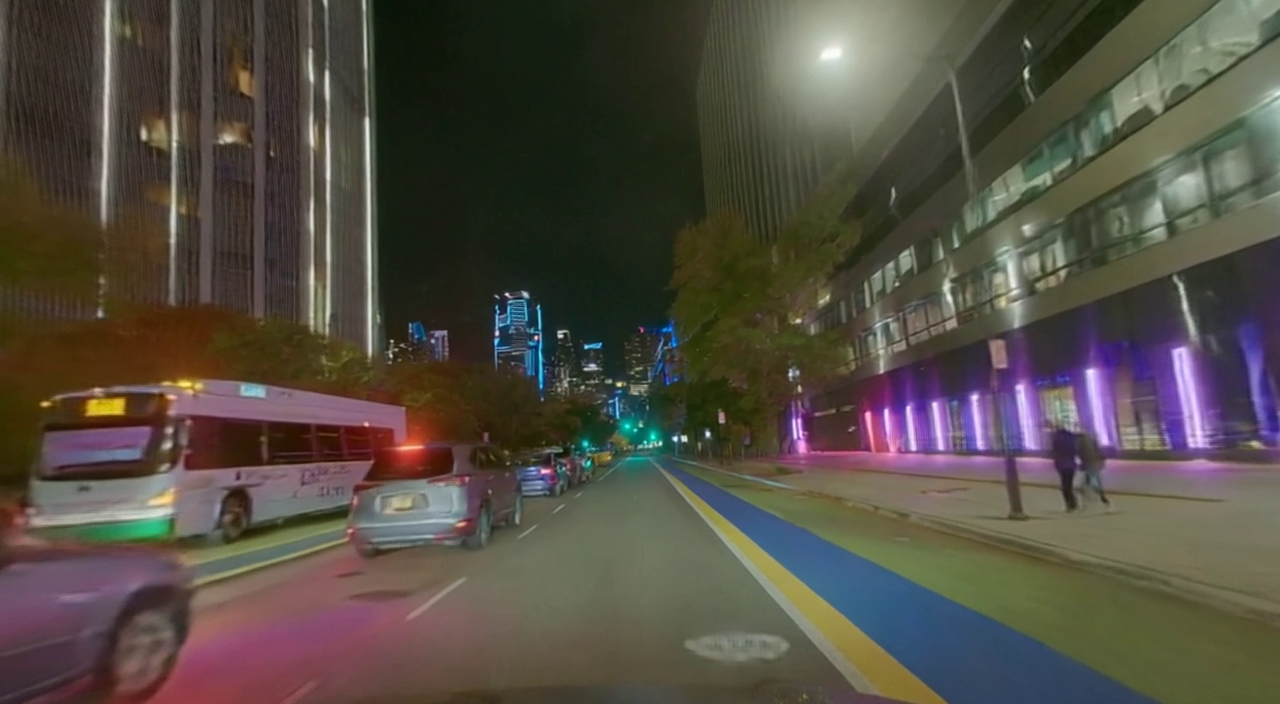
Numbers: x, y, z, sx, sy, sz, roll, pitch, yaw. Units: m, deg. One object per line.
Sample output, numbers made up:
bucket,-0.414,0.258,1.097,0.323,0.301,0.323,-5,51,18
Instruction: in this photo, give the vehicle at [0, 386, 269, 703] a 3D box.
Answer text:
vehicle,-3.842,1.033,2.534,1.982,1.710,4.454,-4,-9,1

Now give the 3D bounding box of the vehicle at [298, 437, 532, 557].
vehicle,-3.522,2.366,11.169,2.266,1.621,4.783,-1,-8,2
